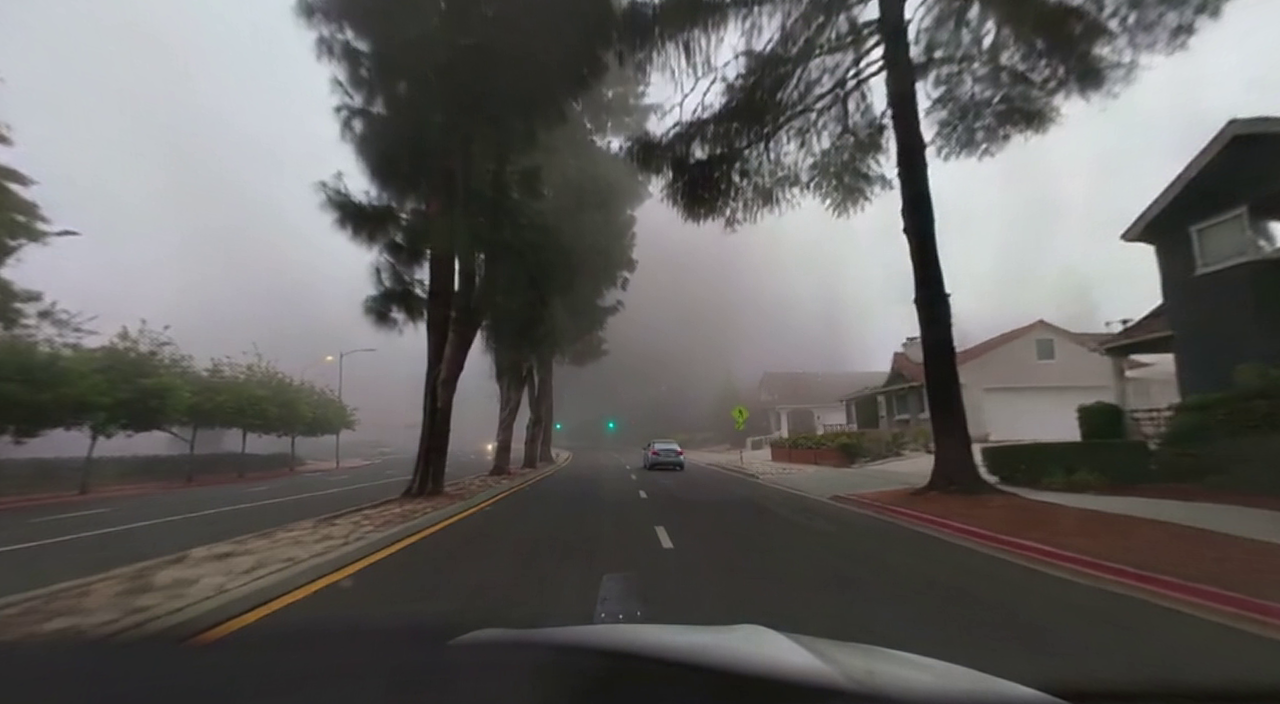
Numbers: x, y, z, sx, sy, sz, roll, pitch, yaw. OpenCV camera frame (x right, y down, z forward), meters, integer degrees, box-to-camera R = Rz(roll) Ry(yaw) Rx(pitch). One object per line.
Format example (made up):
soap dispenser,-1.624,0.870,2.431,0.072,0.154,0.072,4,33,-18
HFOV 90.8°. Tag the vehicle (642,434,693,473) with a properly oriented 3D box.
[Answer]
vehicle,1.234,4.860,30.326,1.990,1.707,4.225,0,-8,-4
